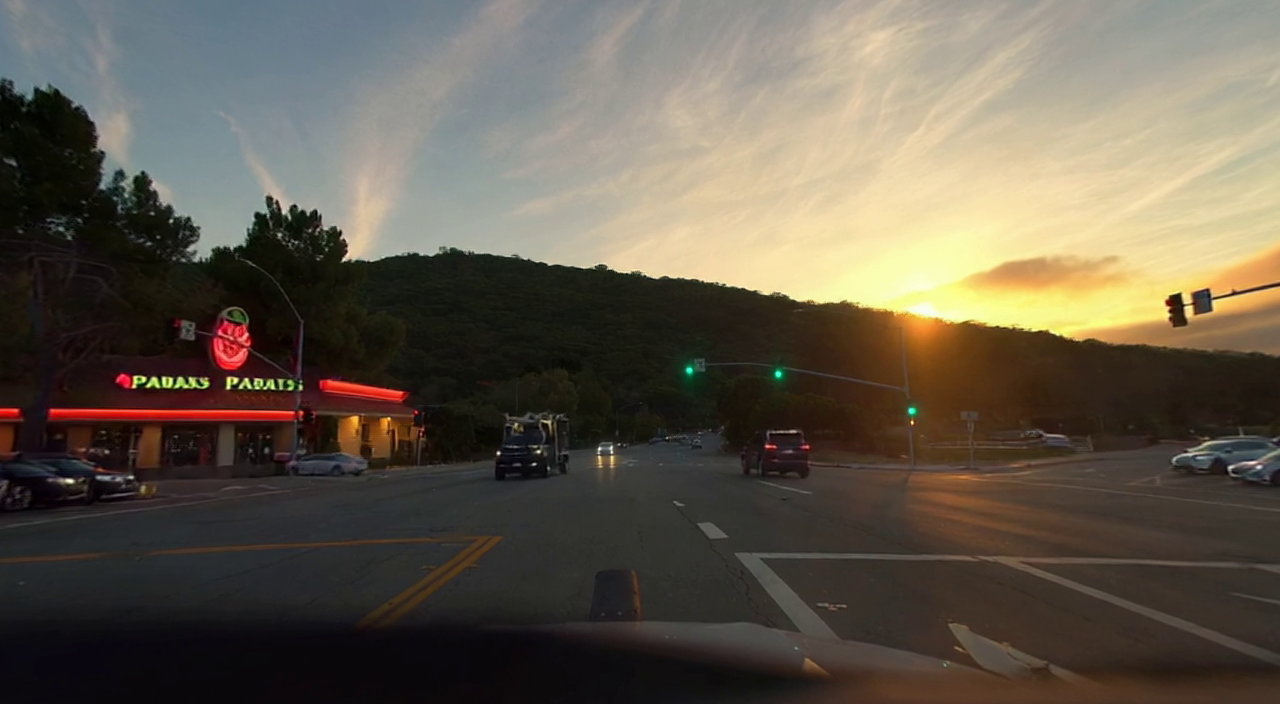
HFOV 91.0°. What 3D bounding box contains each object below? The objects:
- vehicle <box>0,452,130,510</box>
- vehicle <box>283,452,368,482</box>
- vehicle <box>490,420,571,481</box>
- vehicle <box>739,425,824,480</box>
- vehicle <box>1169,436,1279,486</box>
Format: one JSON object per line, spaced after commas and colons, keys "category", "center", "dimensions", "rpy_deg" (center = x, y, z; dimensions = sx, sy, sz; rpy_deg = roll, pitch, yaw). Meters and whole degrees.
{"category": "vehicle", "center": [-19.767, 4.162, 20.549], "dimensions": [4.440, 1.748, 2.033], "rpy_deg": [0, -9, 1]}
{"category": "vehicle", "center": [-19.008, 6.901, 38.054], "dimensions": [4.336, 1.706, 2.069], "rpy_deg": [5, -10, -30]}
{"category": "vehicle", "center": [-4.549, 4.245, 27.309], "dimensions": [2.318, 2.325, 5.910], "rpy_deg": [0, -8, 1]}
{"category": "vehicle", "center": [6.170, 4.470, 28.171], "dimensions": [2.388, 2.201, 5.139], "rpy_deg": [0, -9, -3]}
{"category": "vehicle", "center": [25.076, 4.463, 26.047], "dimensions": [4.546, 1.944, 2.051], "rpy_deg": [1, -9, -5]}
